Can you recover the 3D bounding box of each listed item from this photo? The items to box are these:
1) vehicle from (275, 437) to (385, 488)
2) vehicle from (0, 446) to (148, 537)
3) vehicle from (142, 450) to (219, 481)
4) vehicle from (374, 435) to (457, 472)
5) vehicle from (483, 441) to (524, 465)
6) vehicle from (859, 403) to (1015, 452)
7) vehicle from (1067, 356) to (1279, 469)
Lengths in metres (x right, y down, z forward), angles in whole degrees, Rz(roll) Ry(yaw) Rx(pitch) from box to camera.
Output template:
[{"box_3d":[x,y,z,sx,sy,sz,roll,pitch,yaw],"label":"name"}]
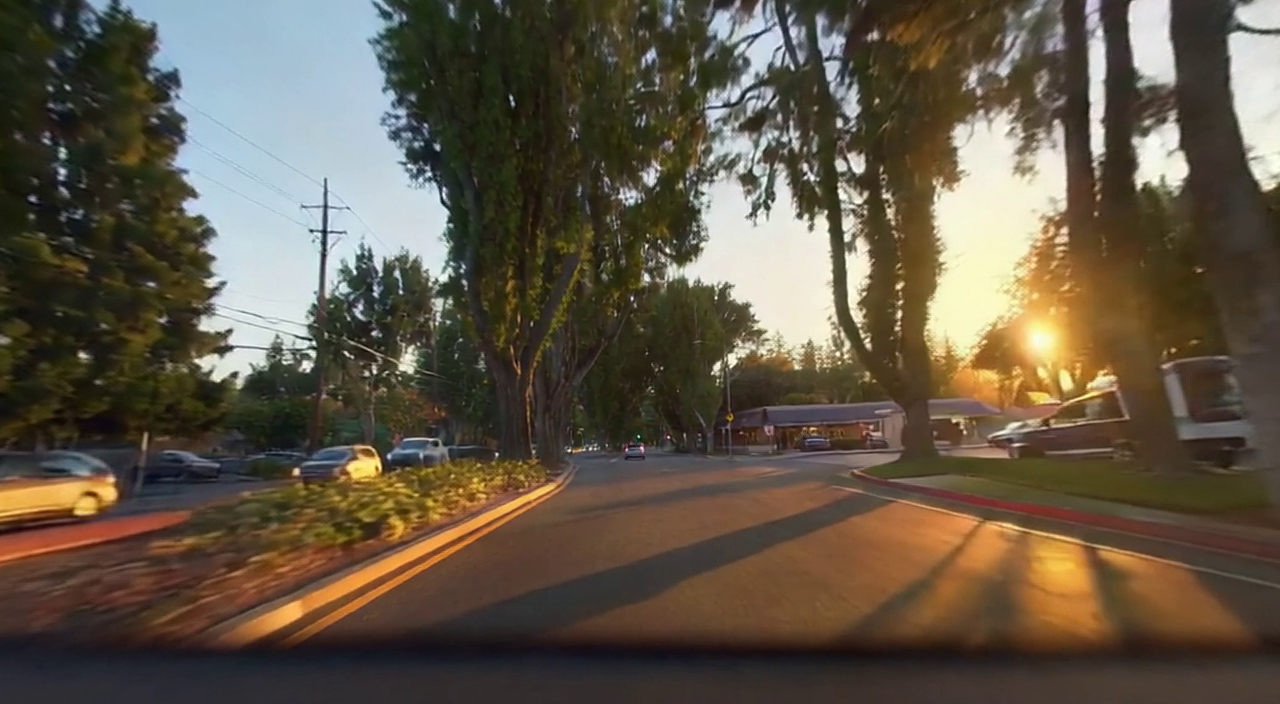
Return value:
[{"box_3d":[-10.318,3.687,21.329,1.778,1.517,3.923,0,-8,-1],"label":"vehicle"},{"box_3d":[-11.717,2.499,11.602,1.931,1.493,4.308,0,-9,-2],"label":"vehicle"},{"box_3d":[-24.603,6.040,33.925,1.863,1.519,4.451,2,-9,-16],"label":"vehicle"},{"box_3d":[-11.925,5.460,34.039,2.471,1.783,5.903,0,-8,-2],"label":"vehicle"},{"box_3d":[-10.632,7.948,49.553,2.189,1.747,4.651,0,-9,0],"label":"vehicle"},{"box_3d":[18.960,4.923,40.619,8.462,3.012,2.906,0,-8,-1],"label":"vehicle"},{"box_3d":[17.711,2.242,21.125,2.920,2.995,8.704,-3,-9,16],"label":"vehicle"}]
